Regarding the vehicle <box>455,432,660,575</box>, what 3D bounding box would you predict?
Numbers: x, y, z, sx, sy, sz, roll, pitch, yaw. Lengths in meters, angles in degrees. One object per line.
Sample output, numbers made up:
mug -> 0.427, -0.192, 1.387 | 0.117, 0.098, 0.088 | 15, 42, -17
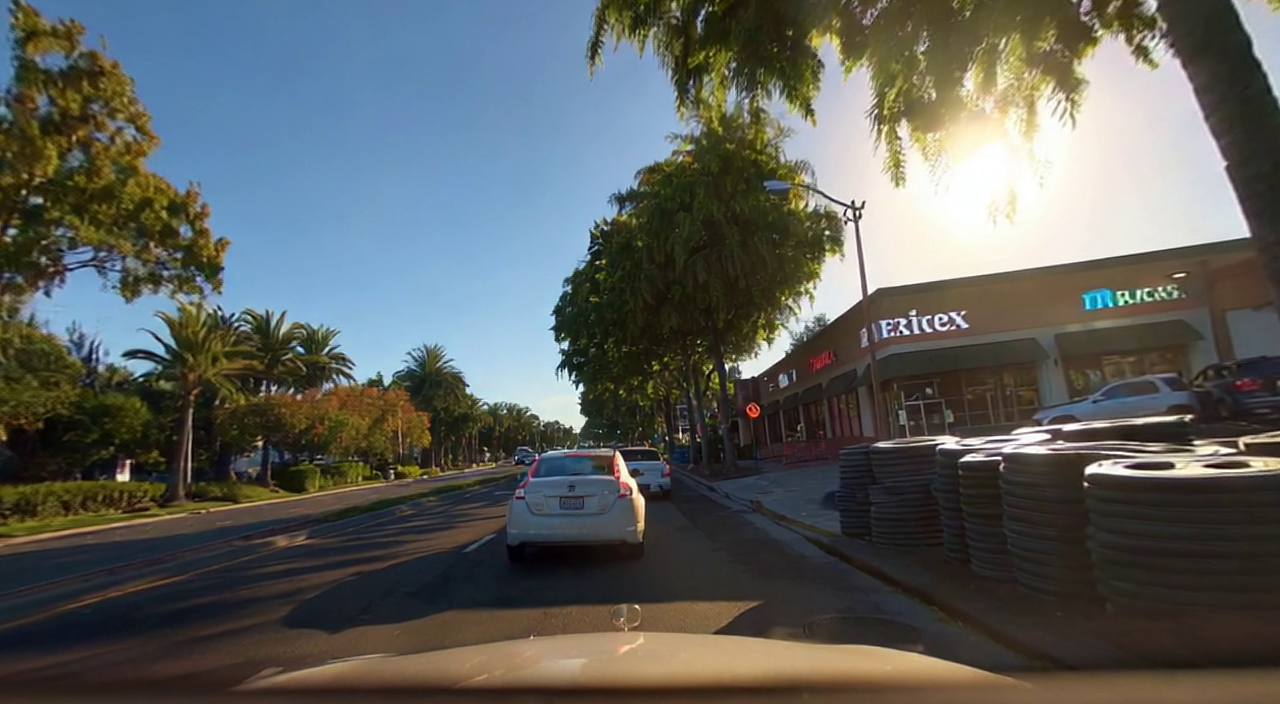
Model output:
vehicle -> -0.937, 1.916, 8.807 | 2.169, 1.495, 4.048 | 0, -9, -2

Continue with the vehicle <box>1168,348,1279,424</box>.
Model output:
vehicle -> 16.523, 0.998, 16.837 | 1.810, 1.669, 3.883 | -1, -9, 7
